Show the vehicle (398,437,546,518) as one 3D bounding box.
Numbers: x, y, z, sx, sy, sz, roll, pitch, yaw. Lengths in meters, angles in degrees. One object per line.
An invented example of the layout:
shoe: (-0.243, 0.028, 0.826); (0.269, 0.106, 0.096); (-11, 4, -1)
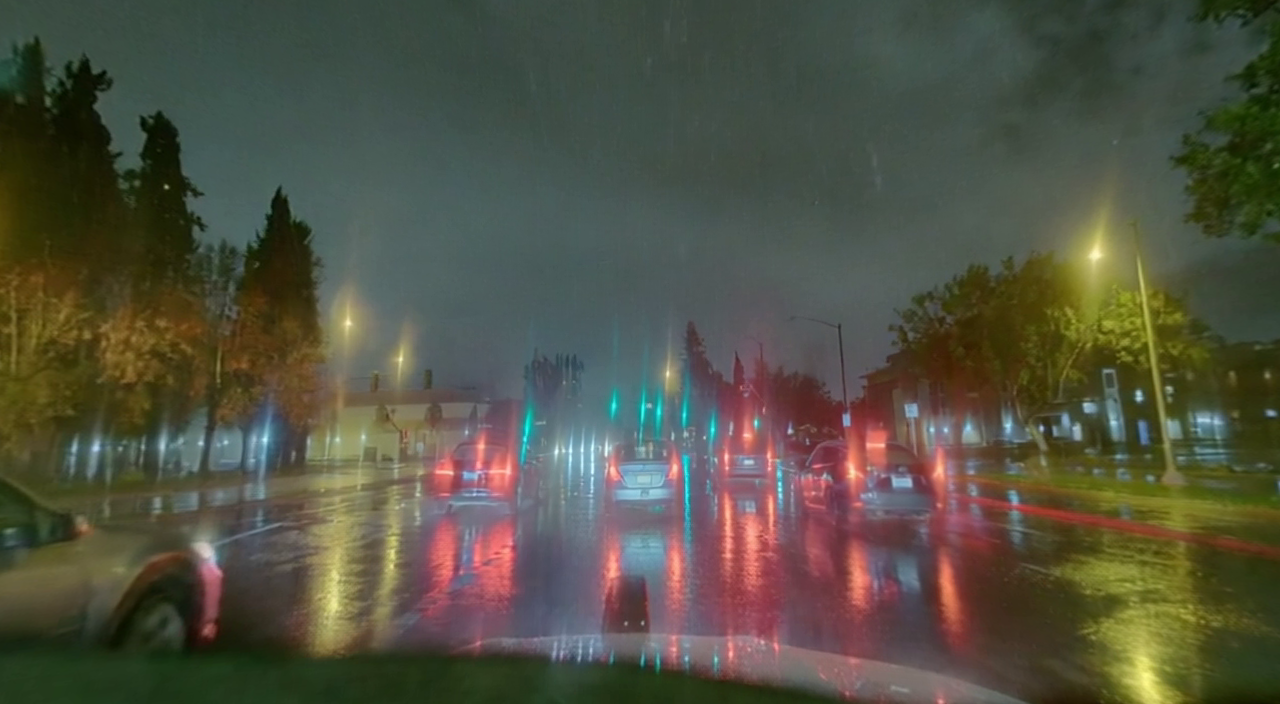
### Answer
vehicle: (-3.419, 2.618, 13.715); (2.002, 1.465, 4.098); (0, -8, 1)

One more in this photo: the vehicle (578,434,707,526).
vehicle: (-0.021, 2.385, 12.324); (2.101, 1.480, 3.929); (0, -8, -2)

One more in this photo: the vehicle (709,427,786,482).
vehicle: (4.199, 4.119, 25.591); (2.142, 1.957, 5.443); (0, -8, 0)

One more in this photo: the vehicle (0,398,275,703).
vehicle: (-3.342, 0.832, 1.693); (2.038, 1.481, 4.379); (0, -8, 1)

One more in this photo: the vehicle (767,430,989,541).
vehicle: (3.729, 2.163, 10.930); (1.990, 1.486, 4.431); (0, -8, -2)
